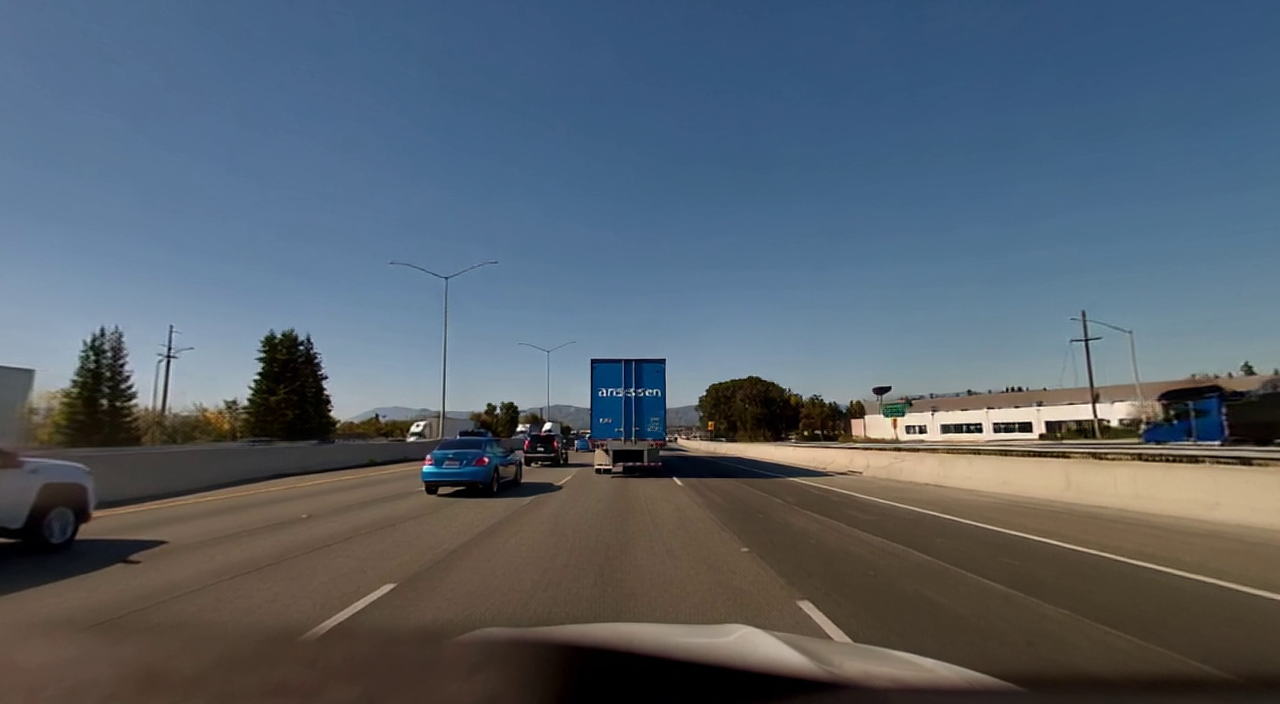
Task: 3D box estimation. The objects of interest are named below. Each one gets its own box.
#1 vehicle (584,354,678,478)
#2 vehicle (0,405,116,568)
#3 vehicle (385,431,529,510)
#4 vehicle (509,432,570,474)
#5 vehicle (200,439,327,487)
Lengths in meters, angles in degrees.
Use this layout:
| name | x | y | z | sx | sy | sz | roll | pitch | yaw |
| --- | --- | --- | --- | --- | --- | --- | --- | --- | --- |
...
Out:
| name | x | y | z | sx | sy | sz | roll | pitch | yaw |
| --- | --- | --- | --- | --- | --- | --- | --- | --- | --- |
| vehicle | -0.455 | 2.893 | 26.850 | 3.171 | 4.204 | 11.036 | 0 | -8 | -2 |
| vehicle | -7.714 | 1.308 | 5.789 | 1.998 | 1.698 | 4.461 | 0 | -8 | -2 |
| vehicle | -3.947 | 2.598 | 14.437 | 1.964 | 1.507 | 4.361 | 0 | -8 | 0 |
| vehicle | -4.137 | 4.222 | 26.614 | 1.946 | 1.599 | 4.073 | 0 | -8 | 0 |
| vehicle | -15.472 | 4.530 | 26.257 | 2.043 | 1.795 | 5.156 | 0 | -8 | 1 |
